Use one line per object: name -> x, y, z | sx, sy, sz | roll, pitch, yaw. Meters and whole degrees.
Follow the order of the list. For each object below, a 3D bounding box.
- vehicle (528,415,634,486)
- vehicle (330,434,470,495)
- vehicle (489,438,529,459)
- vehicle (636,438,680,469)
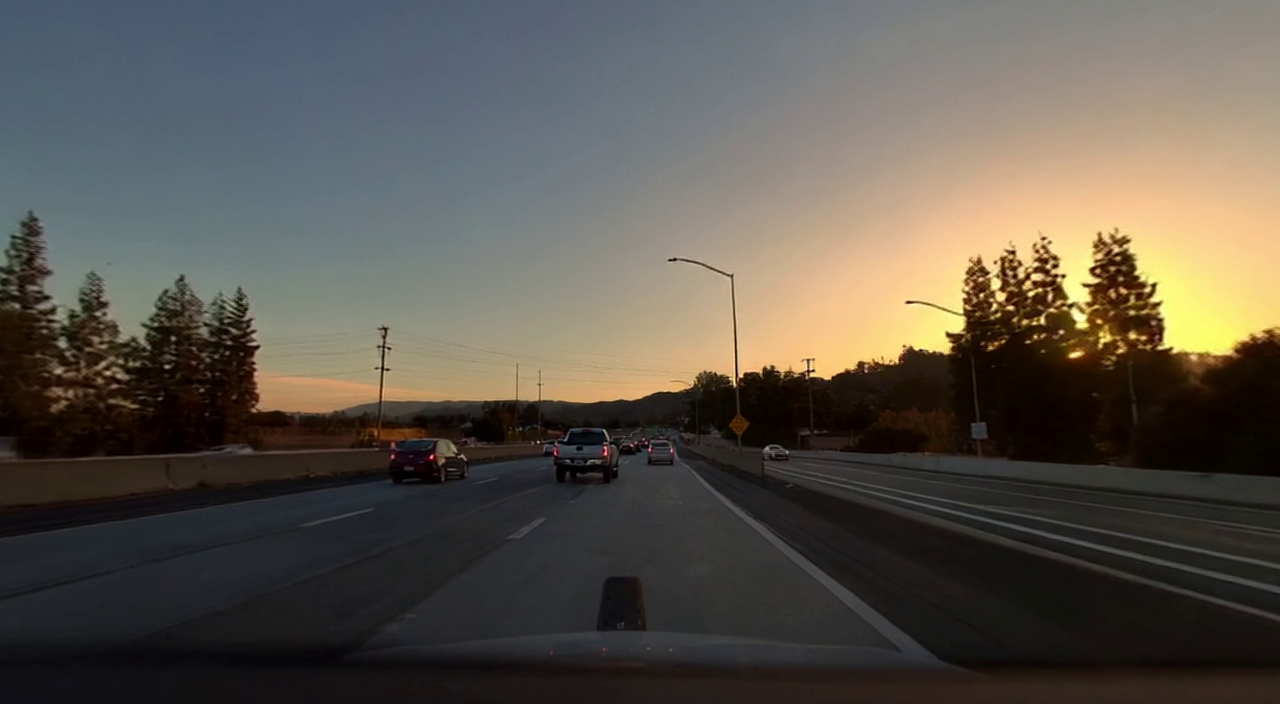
vehicle -> -1.796, 3.401, 21.927 | 2.815, 2.092, 6.526 | 0, -8, 2
vehicle -> -6.494, 3.077, 17.651 | 1.964, 1.481, 4.425 | -1, -8, 4
vehicle -> -9.787, 7.268, 47.207 | 1.915, 1.472, 4.502 | 0, -8, 2
vehicle -> 0.852, 5.049, 31.544 | 2.013, 1.444, 4.447 | 0, -8, 0
